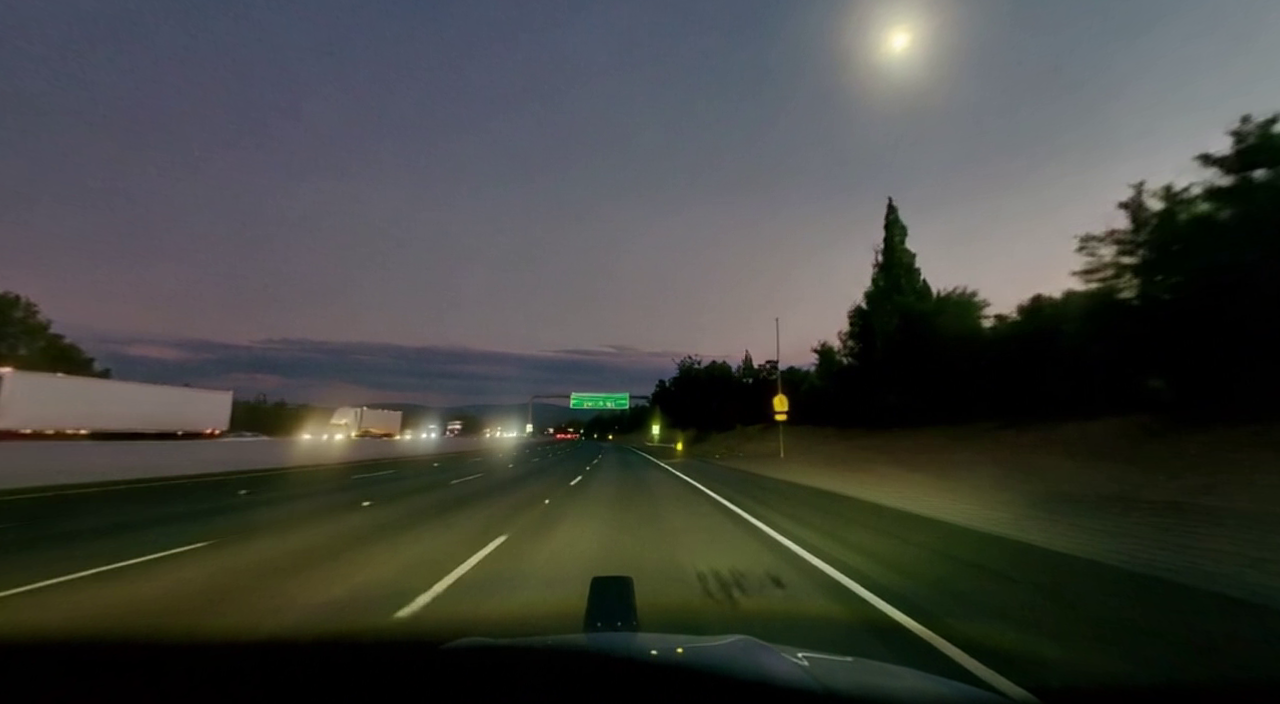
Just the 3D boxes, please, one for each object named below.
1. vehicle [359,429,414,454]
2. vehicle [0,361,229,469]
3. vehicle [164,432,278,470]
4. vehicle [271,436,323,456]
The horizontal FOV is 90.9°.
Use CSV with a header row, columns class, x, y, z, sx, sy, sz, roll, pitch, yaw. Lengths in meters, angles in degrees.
class,x,y,z,sx,sy,sz,roll,pitch,yaw
vehicle,-18.583,6.614,46.502,2.070,1.725,4.946,0,-8,-1
vehicle,-25.554,3.232,30.058,2.827,4.008,14.012,0,-8,-1
vehicle,-17.667,4.182,26.871,1.886,1.449,4.405,0,-8,-1
vehicle,-26.272,7.182,48.396,1.741,1.455,3.896,0,-8,1
